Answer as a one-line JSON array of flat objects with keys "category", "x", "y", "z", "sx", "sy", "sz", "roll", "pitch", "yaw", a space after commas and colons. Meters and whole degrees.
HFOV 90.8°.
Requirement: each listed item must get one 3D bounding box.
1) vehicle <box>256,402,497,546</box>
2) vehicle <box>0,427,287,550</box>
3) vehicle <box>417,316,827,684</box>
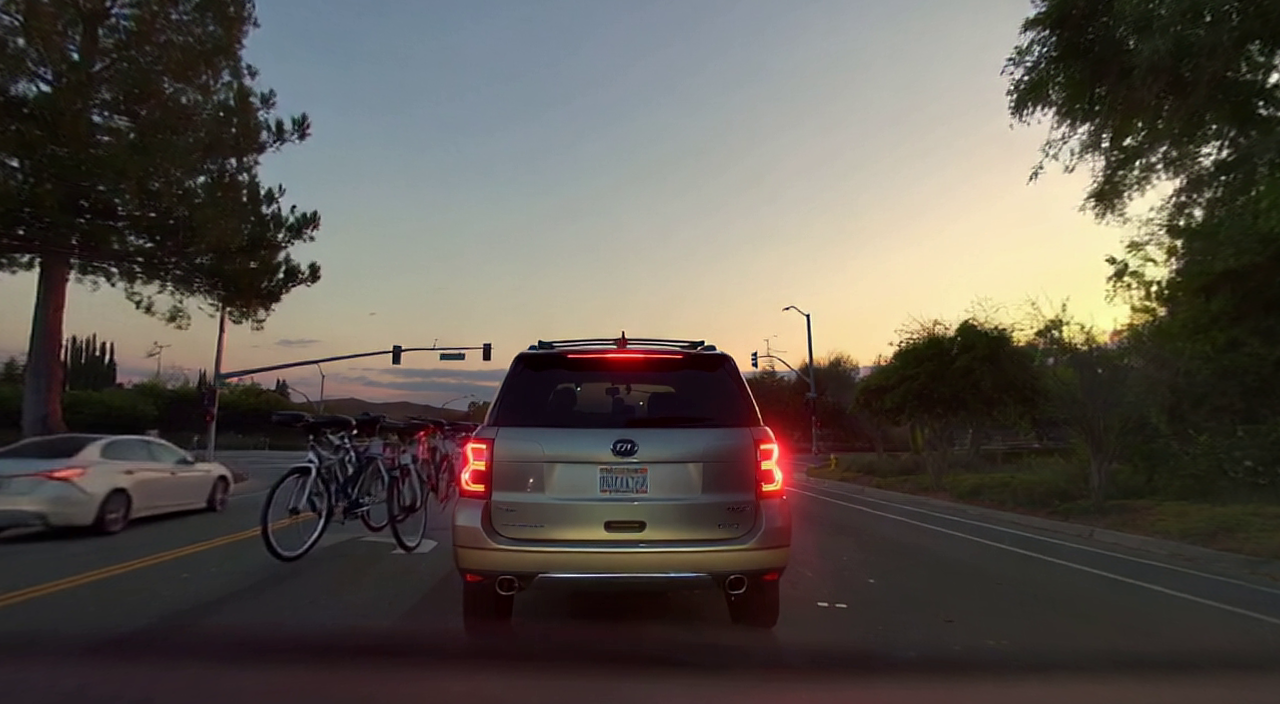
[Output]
[{"category": "vehicle", "x": -4.054, "y": 1.994, "z": 11.033, "sx": 2.337, "sy": 1.858, "sz": 5.409, "roll": 1, "pitch": -9, "yaw": -6}, {"category": "vehicle", "x": -7.939, "y": 2.029, "z": 10.151, "sx": 2.024, "sy": 1.511, "sz": 4.550, "roll": 0, "pitch": -8, "yaw": -2}, {"category": "vehicle", "x": -0.232, "y": 1.159, "z": 5.999, "sx": 2.333, "sy": 2.087, "sz": 4.586, "roll": 0, "pitch": -8, "yaw": -4}]
